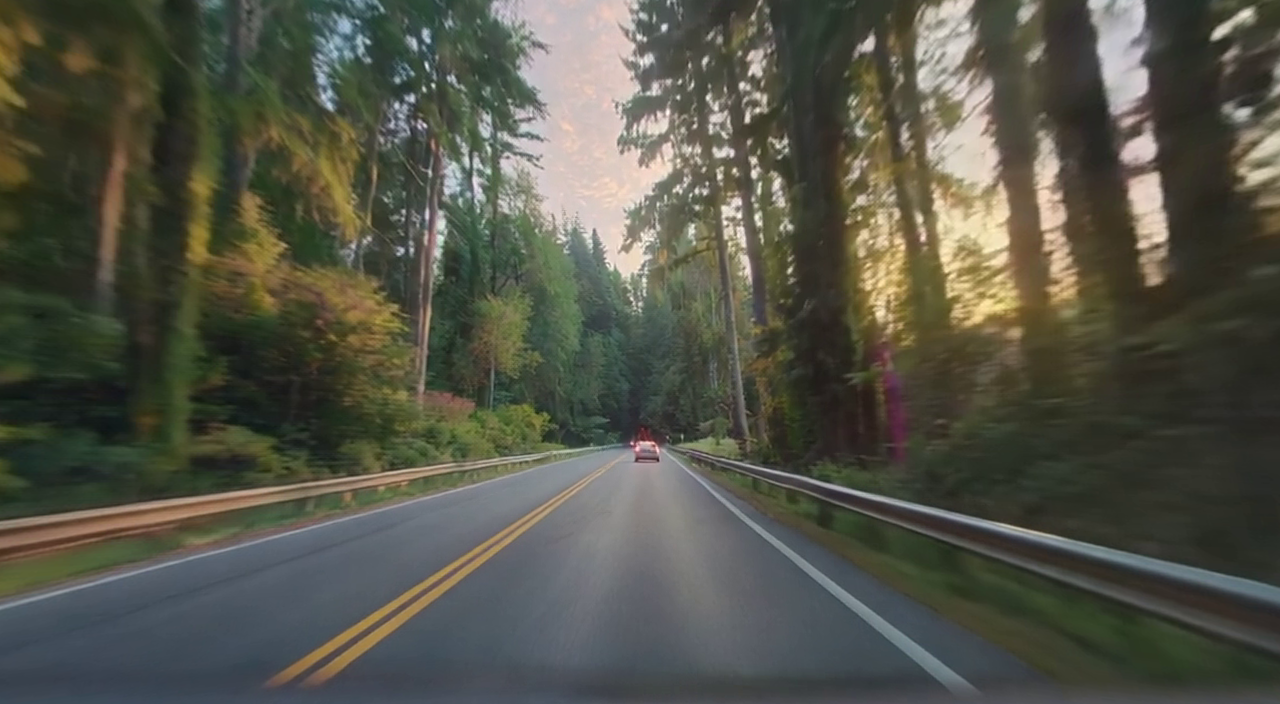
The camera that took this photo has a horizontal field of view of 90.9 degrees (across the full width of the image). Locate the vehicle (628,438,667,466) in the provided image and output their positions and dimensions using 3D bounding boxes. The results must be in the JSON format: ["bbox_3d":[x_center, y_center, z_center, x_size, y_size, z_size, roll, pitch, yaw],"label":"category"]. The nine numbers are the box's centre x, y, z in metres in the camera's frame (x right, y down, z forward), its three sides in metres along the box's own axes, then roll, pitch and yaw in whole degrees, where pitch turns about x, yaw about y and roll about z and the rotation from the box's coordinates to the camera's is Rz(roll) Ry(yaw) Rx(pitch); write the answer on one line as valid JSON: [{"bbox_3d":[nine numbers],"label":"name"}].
[{"bbox_3d":[0.437,5.681,35.984,2.120,1.491,4.349,0,-8,1],"label":"vehicle"}]
